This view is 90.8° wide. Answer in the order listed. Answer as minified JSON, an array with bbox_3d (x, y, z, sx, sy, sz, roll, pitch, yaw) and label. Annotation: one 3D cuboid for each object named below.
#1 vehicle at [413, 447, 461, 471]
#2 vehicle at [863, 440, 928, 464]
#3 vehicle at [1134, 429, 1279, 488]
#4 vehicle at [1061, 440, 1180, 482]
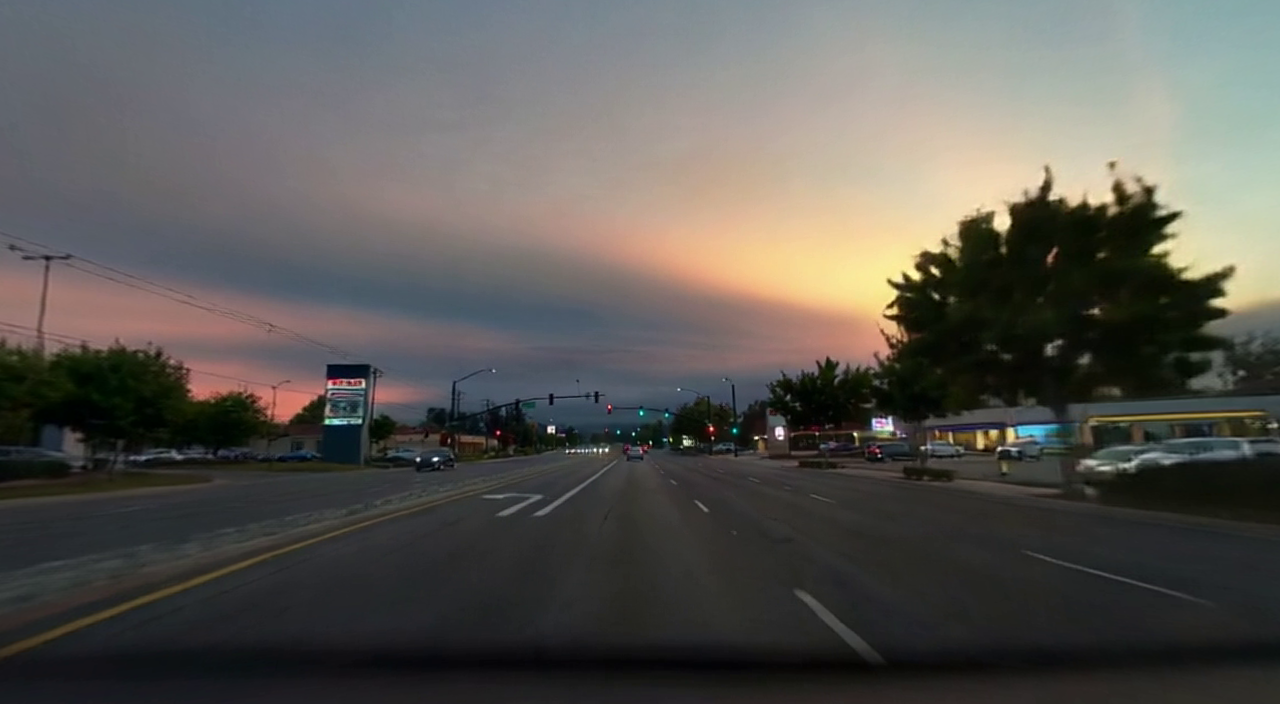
[{"bbox_3d":[-15.830,8.371,49.571,2.102,1.800,4.849,0,-9,0],"label":"vehicle"},{"bbox_3d":[19.217,7.487,47.408,4.717,1.714,1.985,5,-10,-30],"label":"vehicle"},{"bbox_3d":[20.416,3.752,22.449,5.072,1.887,2.189,4,-10,-24],"label":"vehicle"},{"bbox_3d":[19.633,4.401,25.772,4.632,1.567,1.960,5,-10,-28],"label":"vehicle"}]
